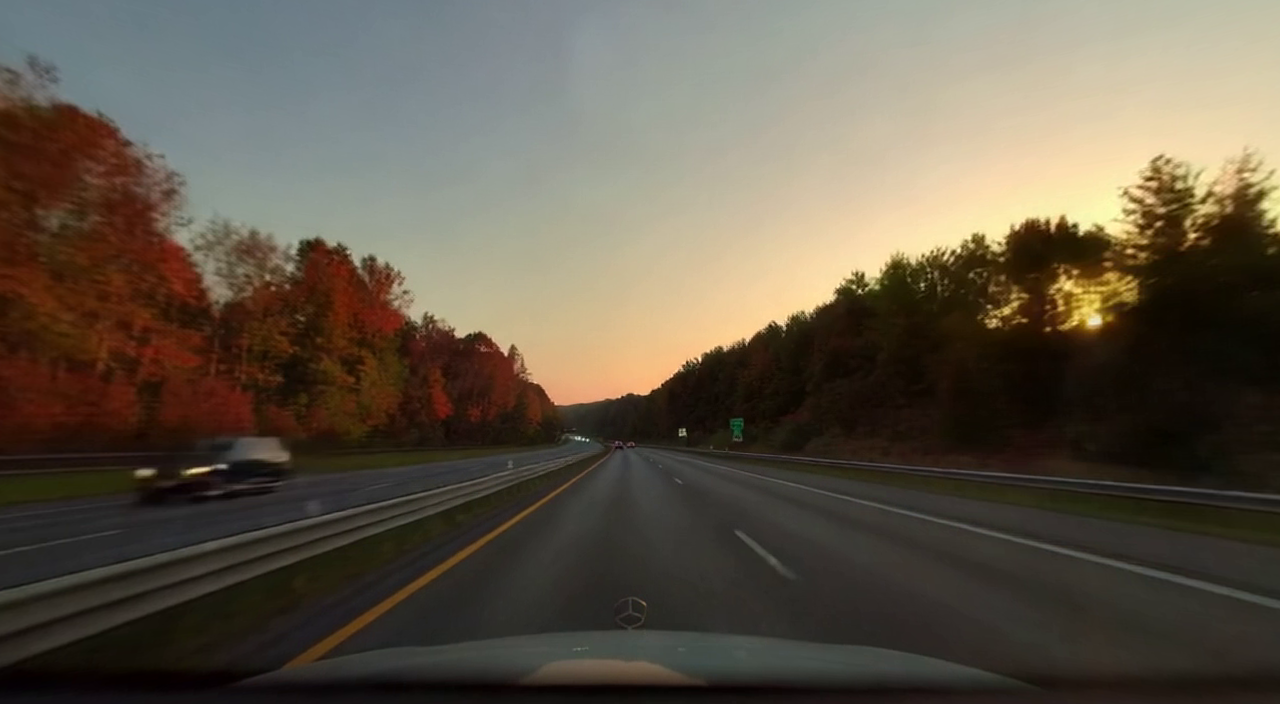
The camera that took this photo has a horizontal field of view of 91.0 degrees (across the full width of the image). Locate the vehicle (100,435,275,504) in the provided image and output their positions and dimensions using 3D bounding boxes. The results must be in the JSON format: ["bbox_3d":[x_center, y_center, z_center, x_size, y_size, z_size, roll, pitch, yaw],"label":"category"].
[{"bbox_3d":[-12.441,3.220,17.691,1.873,1.685,4.030,0,-8,0],"label":"vehicle"}]
